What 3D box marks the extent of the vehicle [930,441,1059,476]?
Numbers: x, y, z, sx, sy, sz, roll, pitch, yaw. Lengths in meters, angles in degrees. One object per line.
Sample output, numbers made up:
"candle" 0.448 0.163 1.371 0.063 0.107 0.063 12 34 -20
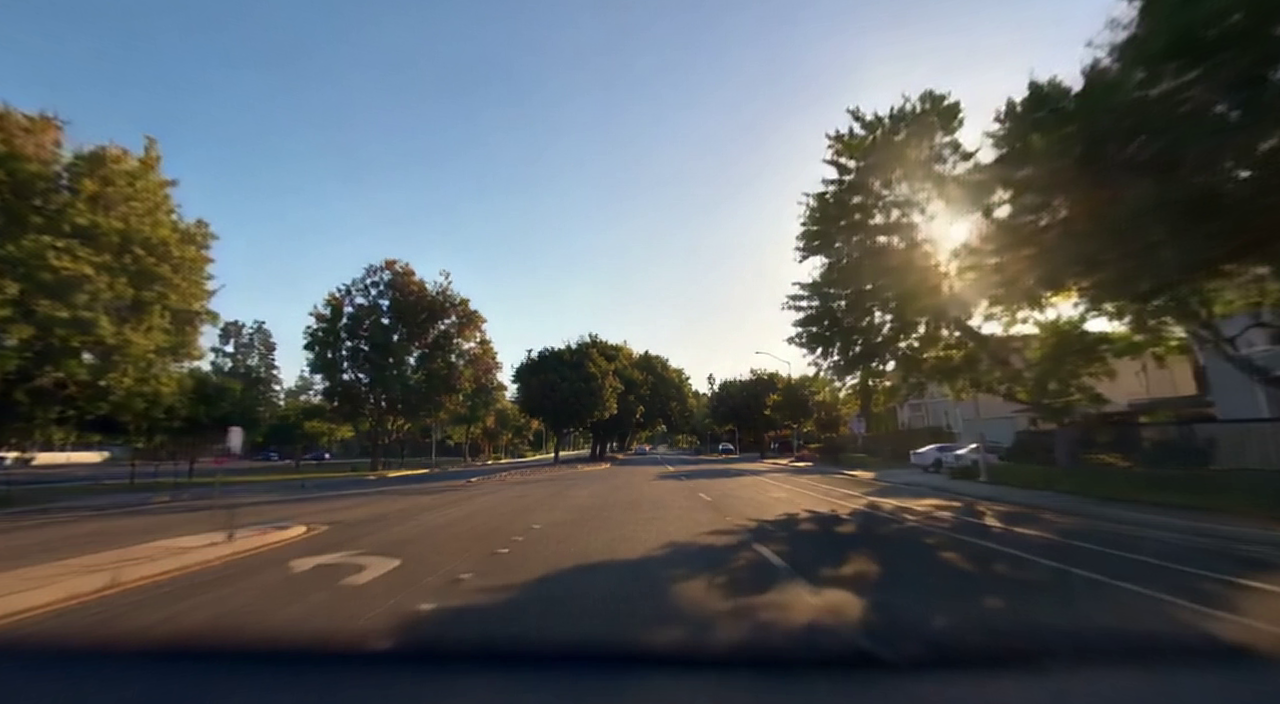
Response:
"vehicle" 15.892 4.800 28.526 4.592 1.472 2.009 0 -9 -1
